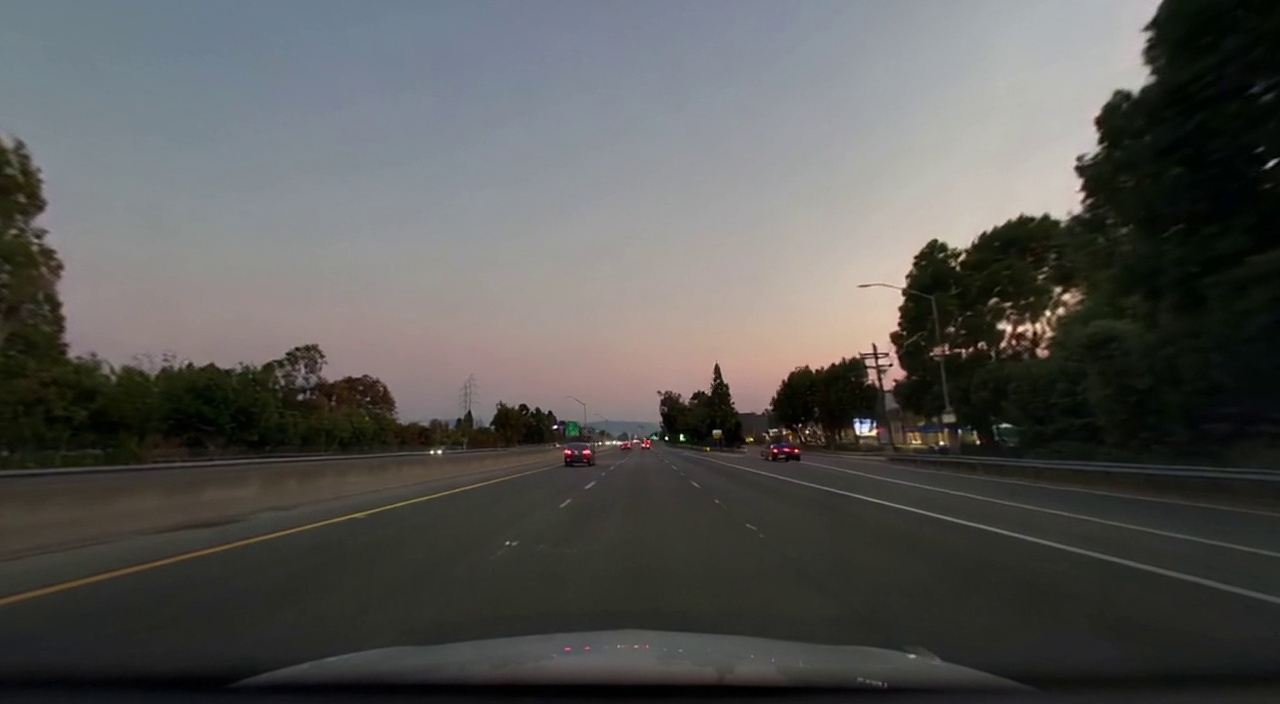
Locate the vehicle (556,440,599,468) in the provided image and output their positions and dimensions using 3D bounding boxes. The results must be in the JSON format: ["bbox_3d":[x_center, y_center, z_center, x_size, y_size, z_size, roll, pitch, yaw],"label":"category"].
[{"bbox_3d":[-3.607,5.995,37.060,2.015,1.557,4.229,0,-9,1],"label":"vehicle"}]
